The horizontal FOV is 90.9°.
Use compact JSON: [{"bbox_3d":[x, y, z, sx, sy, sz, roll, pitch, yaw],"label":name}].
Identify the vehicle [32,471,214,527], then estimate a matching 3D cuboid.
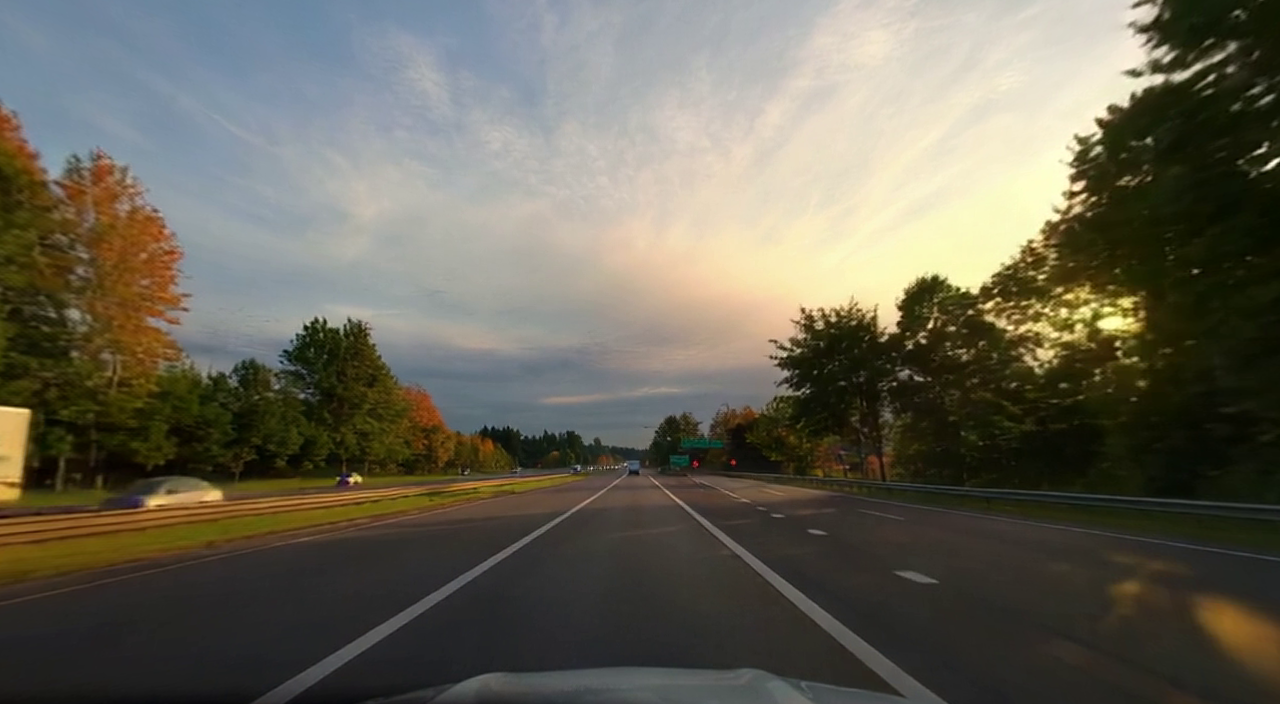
[{"bbox_3d":[-16.179,4.594,20.139,1.874,1.496,4.616,1,-11,0],"label":"vehicle"}]
